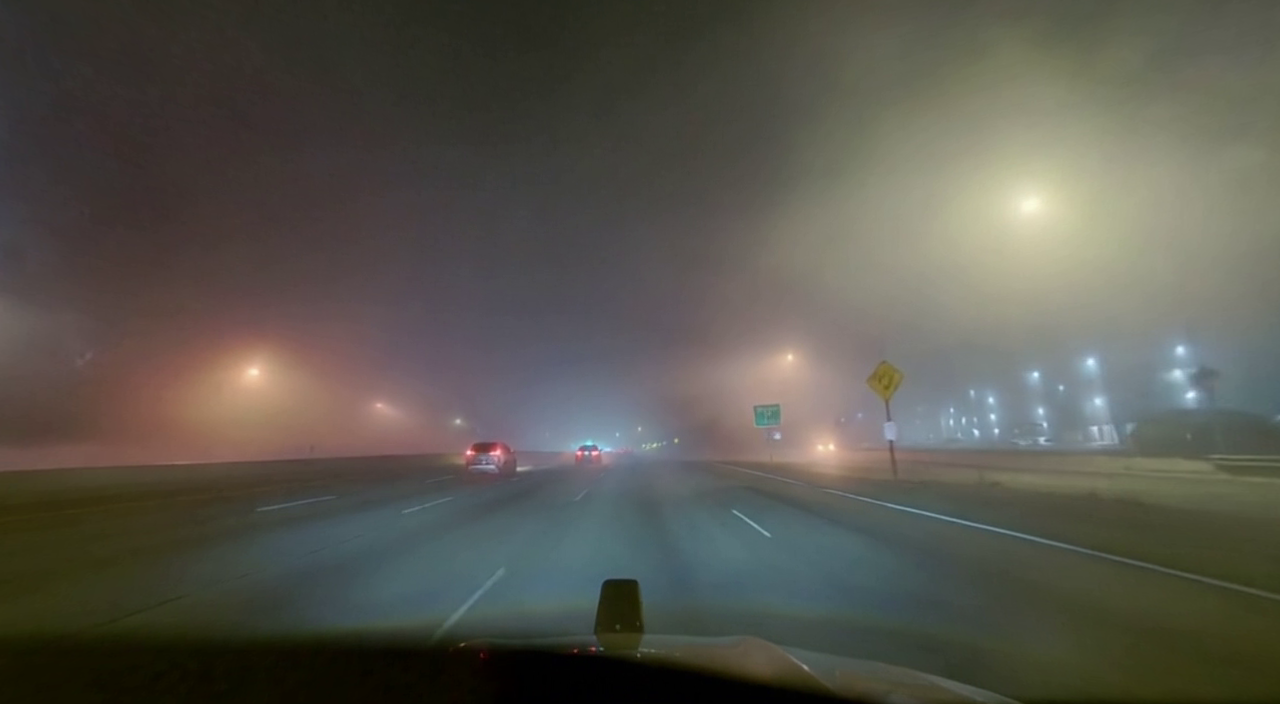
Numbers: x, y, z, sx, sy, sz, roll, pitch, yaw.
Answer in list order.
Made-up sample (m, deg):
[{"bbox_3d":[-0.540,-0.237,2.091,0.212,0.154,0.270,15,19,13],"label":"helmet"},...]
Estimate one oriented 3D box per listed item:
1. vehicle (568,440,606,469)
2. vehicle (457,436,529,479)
[{"bbox_3d":[-3.283,6.457,40.167,2.027,1.697,4.307,0,-8,0],"label":"vehicle"},{"bbox_3d":[-6.495,4.708,28.485,2.015,1.762,4.790,0,-8,1],"label":"vehicle"}]
